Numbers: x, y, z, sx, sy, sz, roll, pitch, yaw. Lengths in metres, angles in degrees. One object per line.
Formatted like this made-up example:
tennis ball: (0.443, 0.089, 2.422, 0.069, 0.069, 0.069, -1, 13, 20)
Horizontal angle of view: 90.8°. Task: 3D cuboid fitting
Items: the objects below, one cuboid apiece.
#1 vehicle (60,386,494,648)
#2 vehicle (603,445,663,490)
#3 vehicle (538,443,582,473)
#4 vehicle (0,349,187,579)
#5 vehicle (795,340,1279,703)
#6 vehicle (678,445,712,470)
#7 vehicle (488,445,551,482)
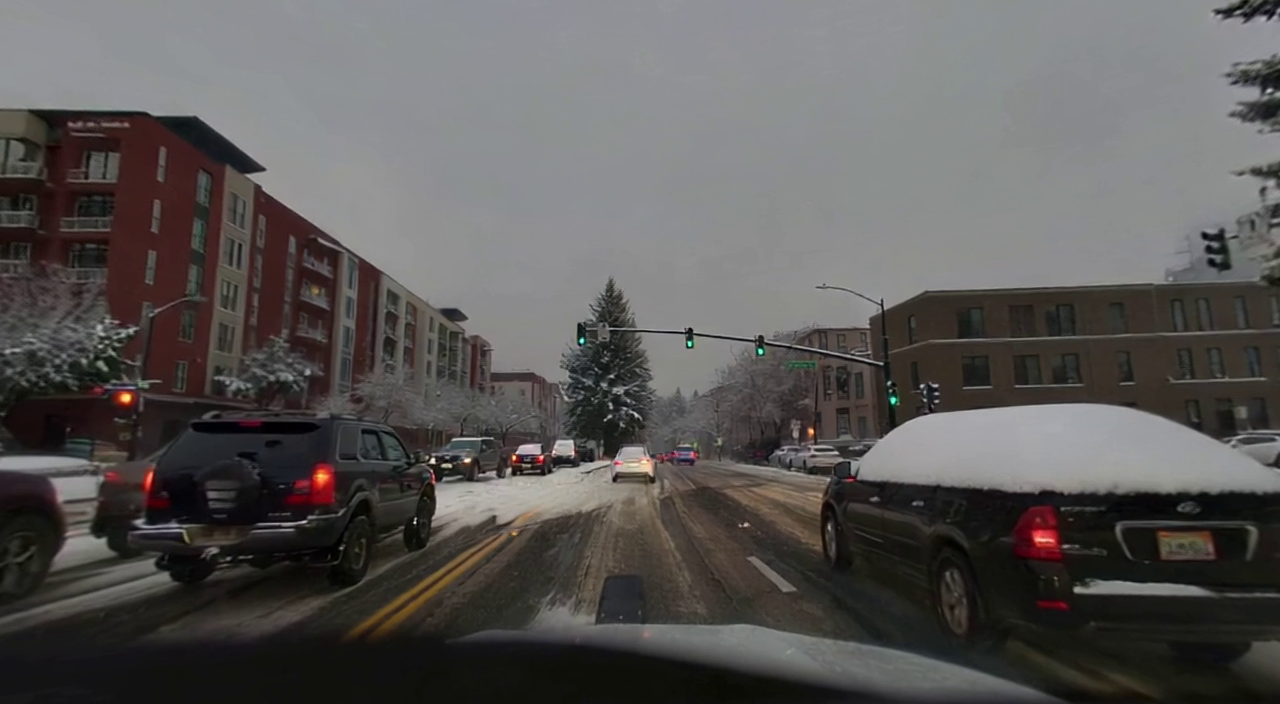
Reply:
vehicle: (-3.157, 1.520, 6.936, 2.031, 1.873, 4.581, 0, -8, 0)
vehicle: (-0.265, 4.270, 23.708, 2.059, 1.492, 4.033, 0, -8, -1)
vehicle: (-5.195, 6.964, 41.729, 2.275, 1.816, 4.923, 0, -8, 0)
vehicle: (-10.964, 0.763, 3.438, 3.115, 2.627, 13.908, -4, -9, 25)
vehicle: (3.002, 1.202, 5.180, 2.129, 1.844, 4.767, 0, -8, -1)
vehicle: (3.748, 7.258, 43.554, 1.906, 1.608, 4.050, 0, -8, -1)
vehicle: (-5.684, 5.329, 30.375, 2.062, 1.532, 4.830, -2, -9, 0)
